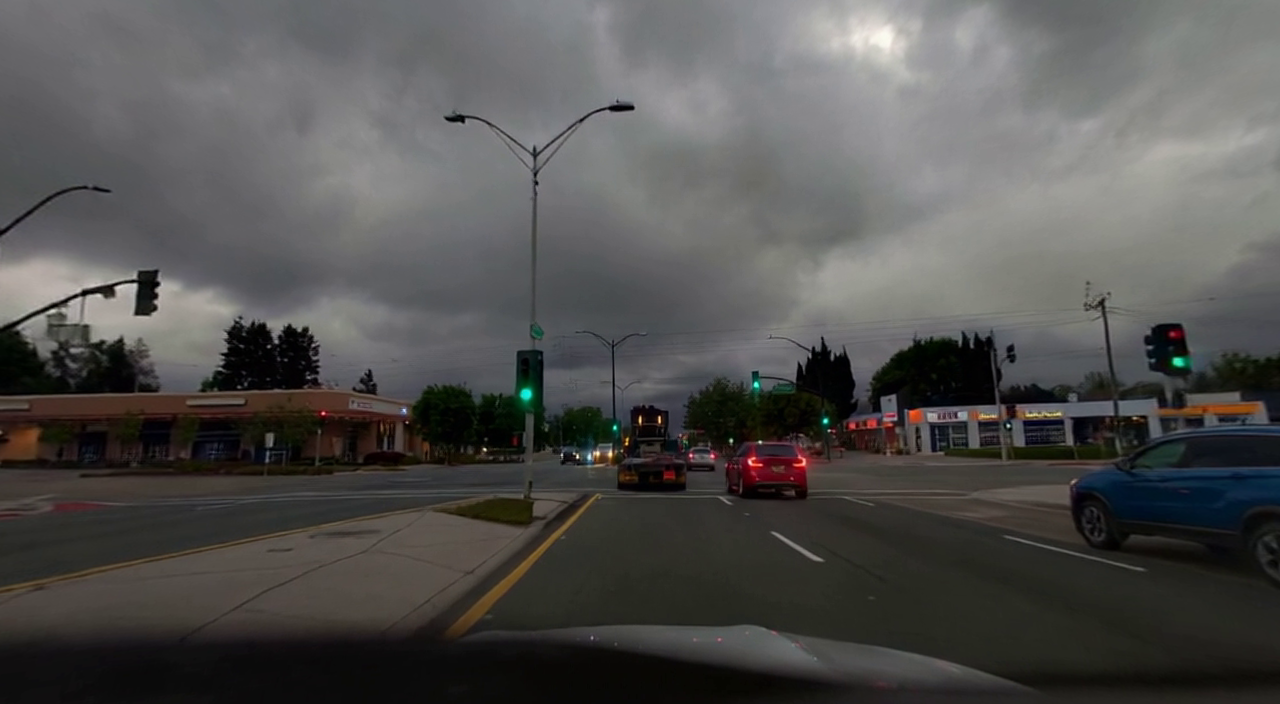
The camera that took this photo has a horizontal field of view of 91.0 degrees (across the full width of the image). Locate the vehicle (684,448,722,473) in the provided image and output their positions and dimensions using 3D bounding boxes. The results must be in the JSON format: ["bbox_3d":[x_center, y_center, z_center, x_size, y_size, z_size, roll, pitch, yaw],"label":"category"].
[{"bbox_3d":[4.006,6.943,40.536,1.967,1.515,4.378,0,-9,-1],"label":"vehicle"}]

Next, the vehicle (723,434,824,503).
[{"bbox_3d":[3.738,3.328,18.457,2.025,1.754,4.311,0,-9,0],"label":"vehicle"}]

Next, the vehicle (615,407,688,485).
[{"bbox_3d":[0.409,3.399,22.914,2.370,2.518,3.858,-1,-8,1],"label":"vehicle"}]

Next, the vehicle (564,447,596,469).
[{"bbox_3d":[-4.347,7.705,46.104,2.001,1.518,4.316,0,-9,-1],"label":"vehicle"}]

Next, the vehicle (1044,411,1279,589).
[{"bbox_3d":[7.173,1.619,7.327,1.982,1.698,4.408,0,-9,0],"label":"vehicle"}]
